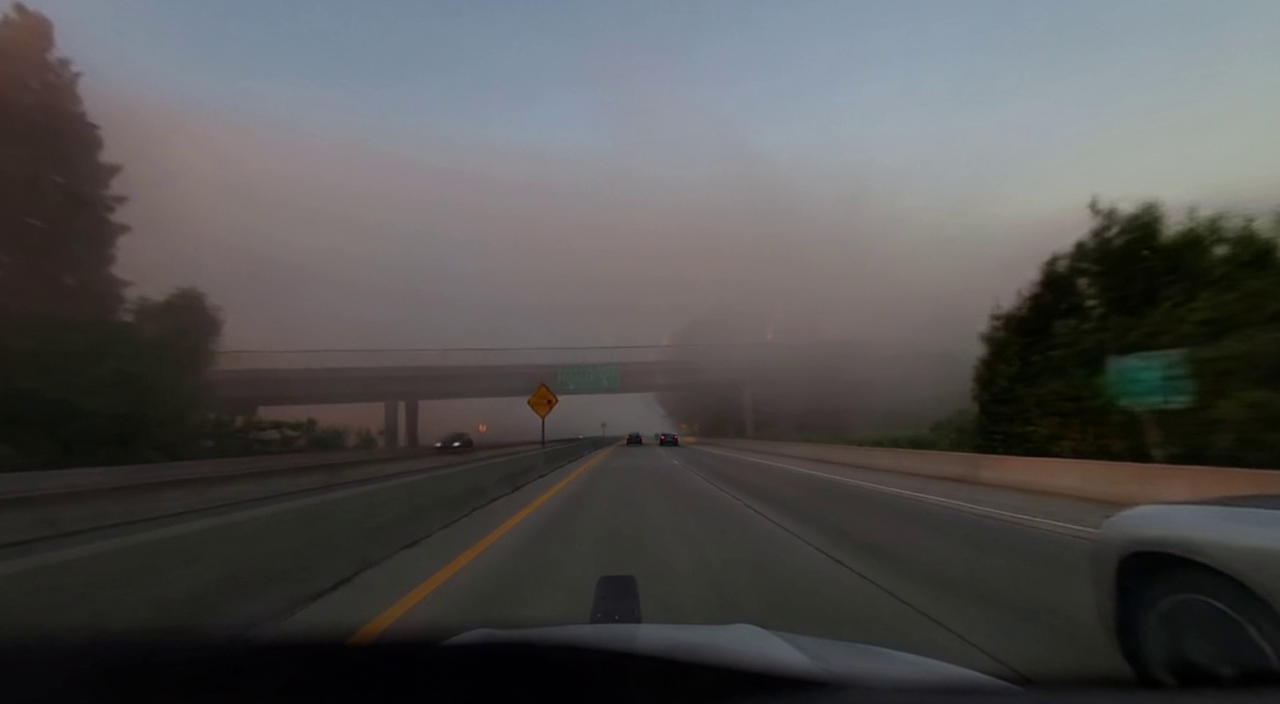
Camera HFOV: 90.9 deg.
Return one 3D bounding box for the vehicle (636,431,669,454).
[{"bbox_3d":[0.810,6.045,42.167,1.981,1.490,3.449,0,-8,-3],"label":"vehicle"}]
